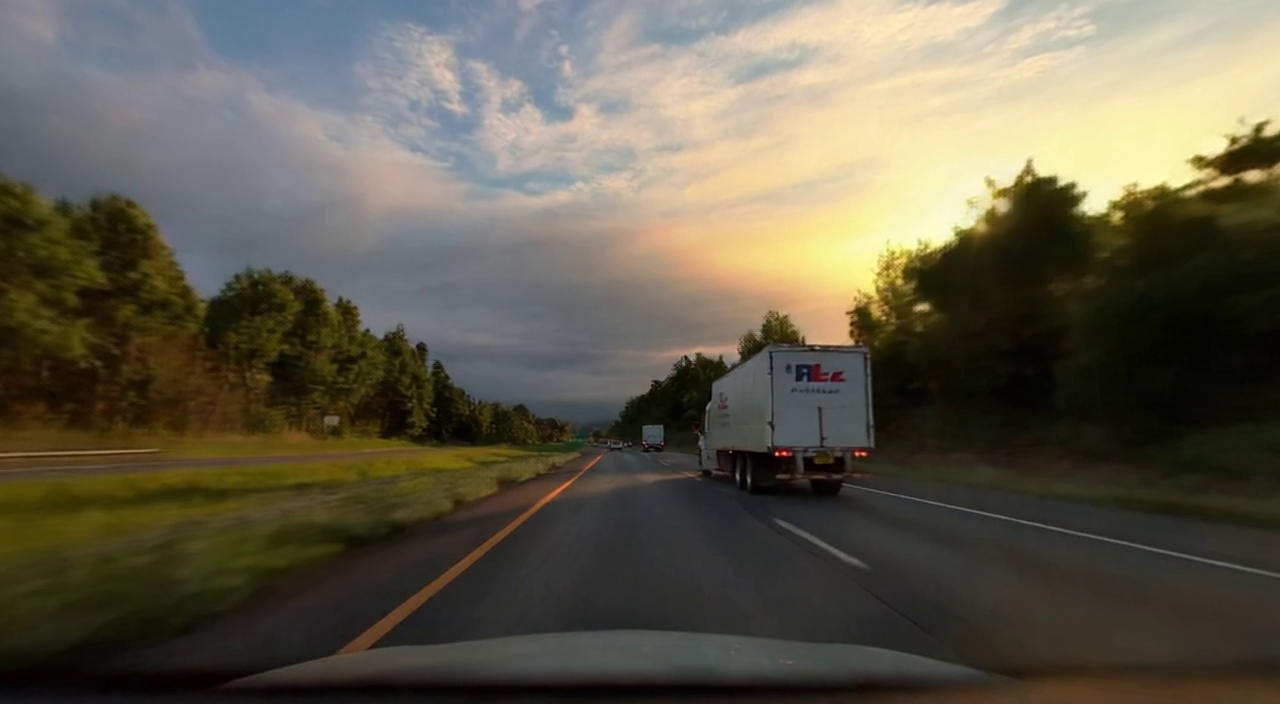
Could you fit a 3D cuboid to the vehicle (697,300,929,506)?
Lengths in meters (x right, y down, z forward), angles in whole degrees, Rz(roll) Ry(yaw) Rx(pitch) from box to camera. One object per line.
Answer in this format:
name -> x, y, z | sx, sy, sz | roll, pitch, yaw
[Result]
vehicle -> 4.023, 1.948, 19.497 | 2.871, 4.072, 14.183 | 0, -8, -1
